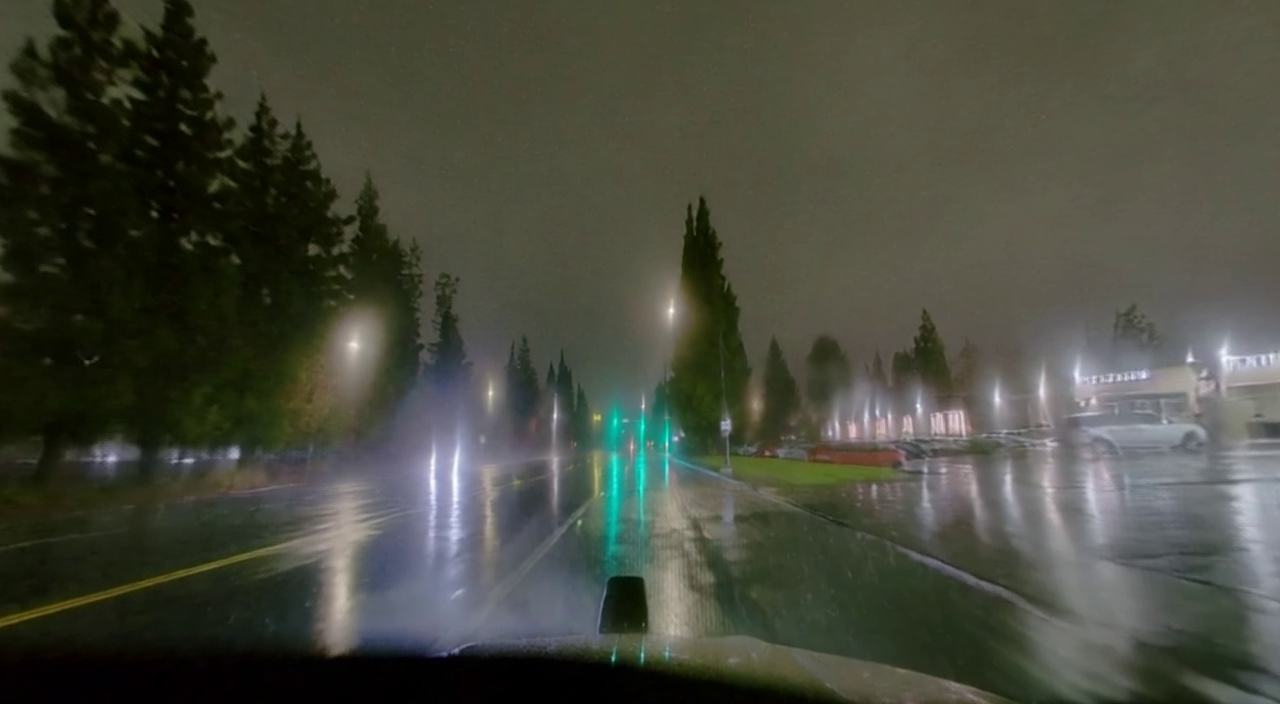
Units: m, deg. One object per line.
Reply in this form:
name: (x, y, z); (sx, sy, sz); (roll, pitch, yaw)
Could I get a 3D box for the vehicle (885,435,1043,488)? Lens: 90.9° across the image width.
vehicle: (11.105, 3.763, 21.872); (4.361, 1.462, 1.857); (-4, -8, 1)

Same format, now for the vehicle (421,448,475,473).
vehicle: (-13.290, 7.505, 43.866); (2.044, 1.514, 4.704); (-3, -9, 4)

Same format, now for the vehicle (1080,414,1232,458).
vehicle: (22.688, 3.706, 27.855); (4.759, 1.564, 2.117); (-4, -8, 0)
